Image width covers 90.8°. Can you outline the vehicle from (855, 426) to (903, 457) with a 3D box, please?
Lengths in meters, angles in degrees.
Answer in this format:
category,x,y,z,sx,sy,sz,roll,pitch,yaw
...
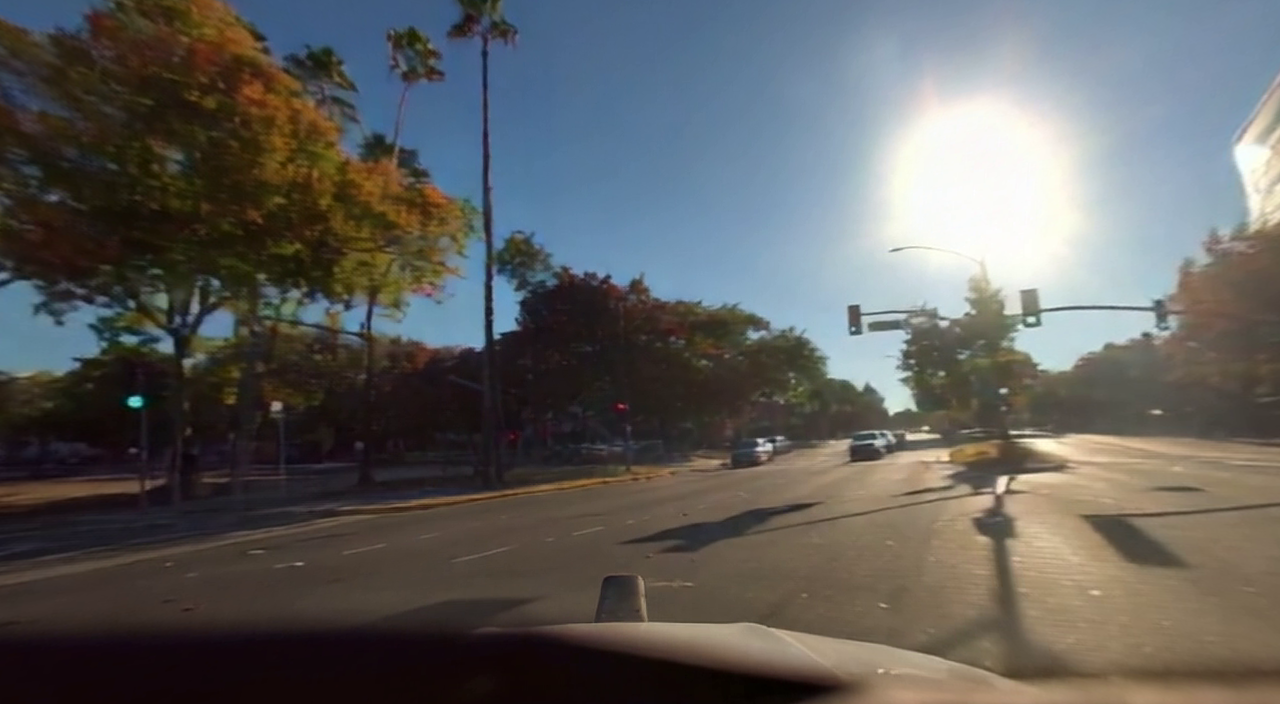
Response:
category,x,y,z,sx,sy,sz,roll,pitch,yaw
vehicle,13.829,5.184,36.457,2.034,1.663,4.025,-5,-9,27

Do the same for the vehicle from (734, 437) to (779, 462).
category,x,y,z,sx,sy,sz,roll,pitch,yaw
vehicle,7.458,6.207,40.366,1.786,1.499,3.797,-5,-9,26
